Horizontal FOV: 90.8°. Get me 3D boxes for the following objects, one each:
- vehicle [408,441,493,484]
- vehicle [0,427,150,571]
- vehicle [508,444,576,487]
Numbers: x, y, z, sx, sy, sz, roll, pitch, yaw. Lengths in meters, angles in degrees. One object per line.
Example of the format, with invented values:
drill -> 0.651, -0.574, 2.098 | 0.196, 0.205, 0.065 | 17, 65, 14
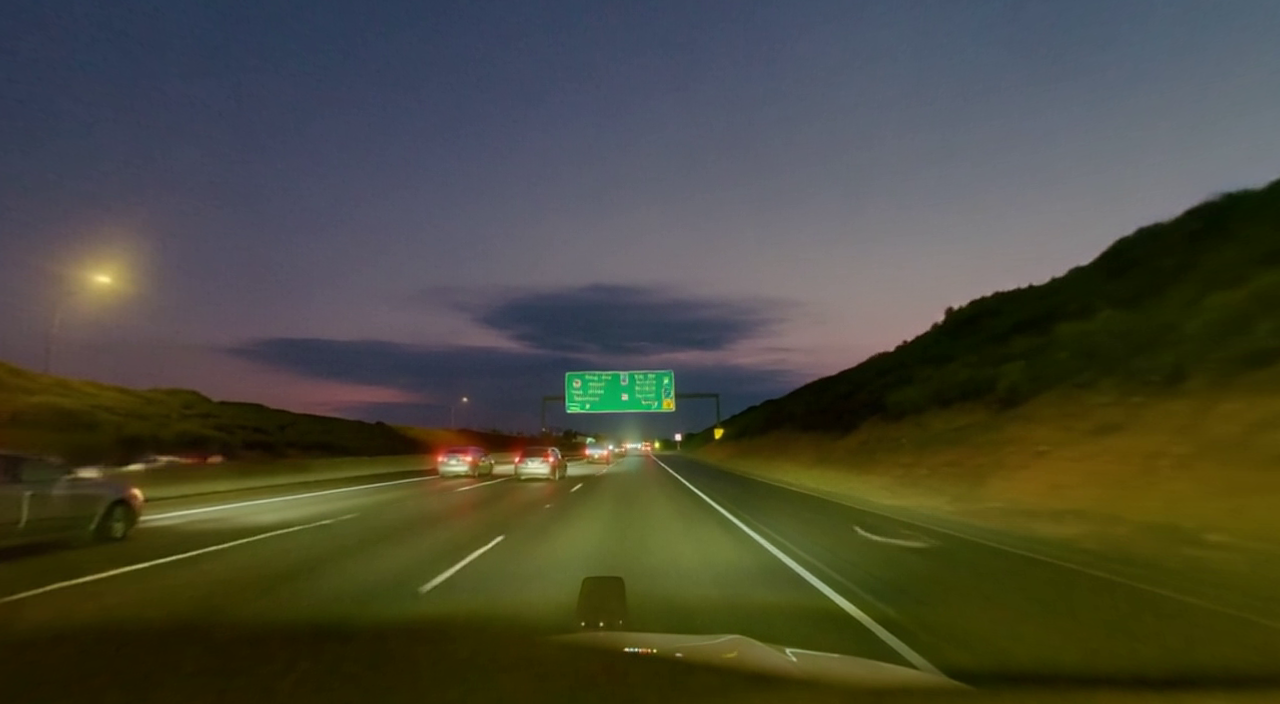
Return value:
vehicle -> -7.528, 4.424, 25.543 | 2.091, 1.558, 4.220 | 0, -9, 0
vehicle -> -7.788, 1.494, 6.262 | 2.009, 1.500, 4.741 | 0, -9, 0
vehicle -> -3.582, 4.219, 23.731 | 1.924, 1.436, 3.915 | 0, -9, 0
